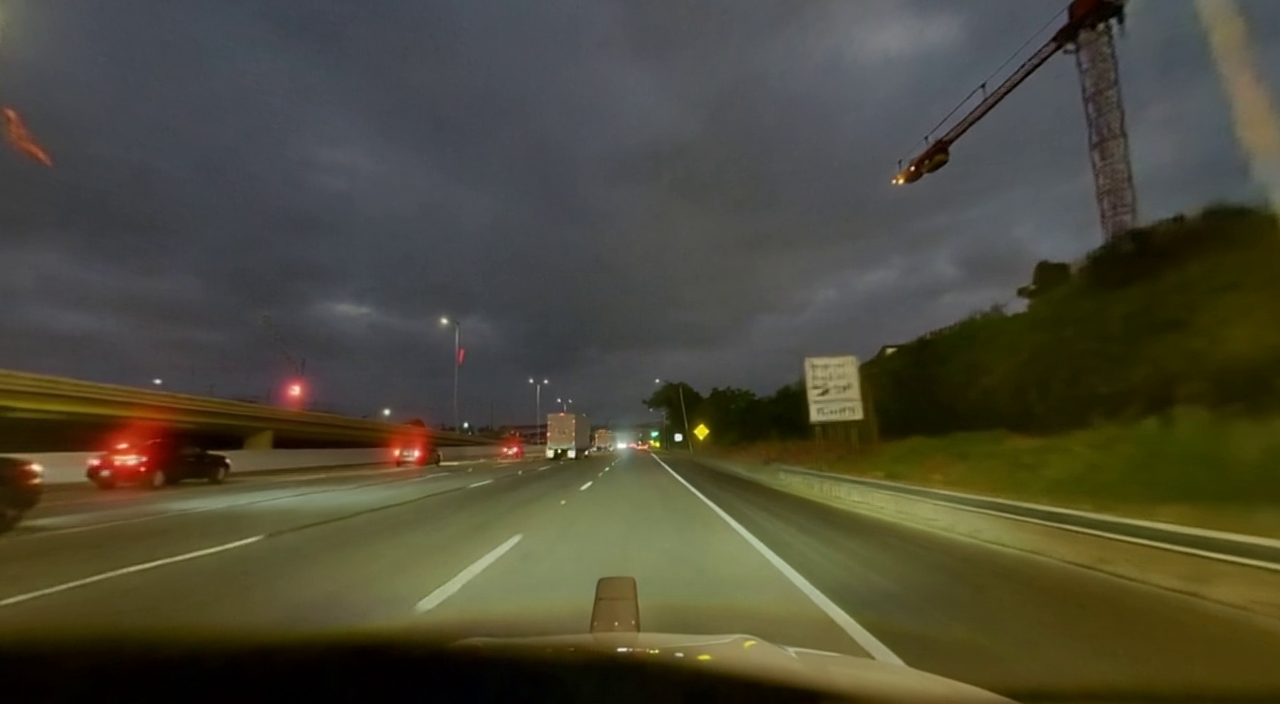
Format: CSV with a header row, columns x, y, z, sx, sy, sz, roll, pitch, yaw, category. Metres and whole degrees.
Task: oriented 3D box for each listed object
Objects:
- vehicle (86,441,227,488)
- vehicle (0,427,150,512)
x,y,z,sx,sy,sz,roll,pitch,yaw,category
-17.971,4.179,23.808,1.866,1.609,4.315,0,-9,0,vehicle
-14.411,2.718,14.896,1.898,1.763,4.644,0,-9,1,vehicle
